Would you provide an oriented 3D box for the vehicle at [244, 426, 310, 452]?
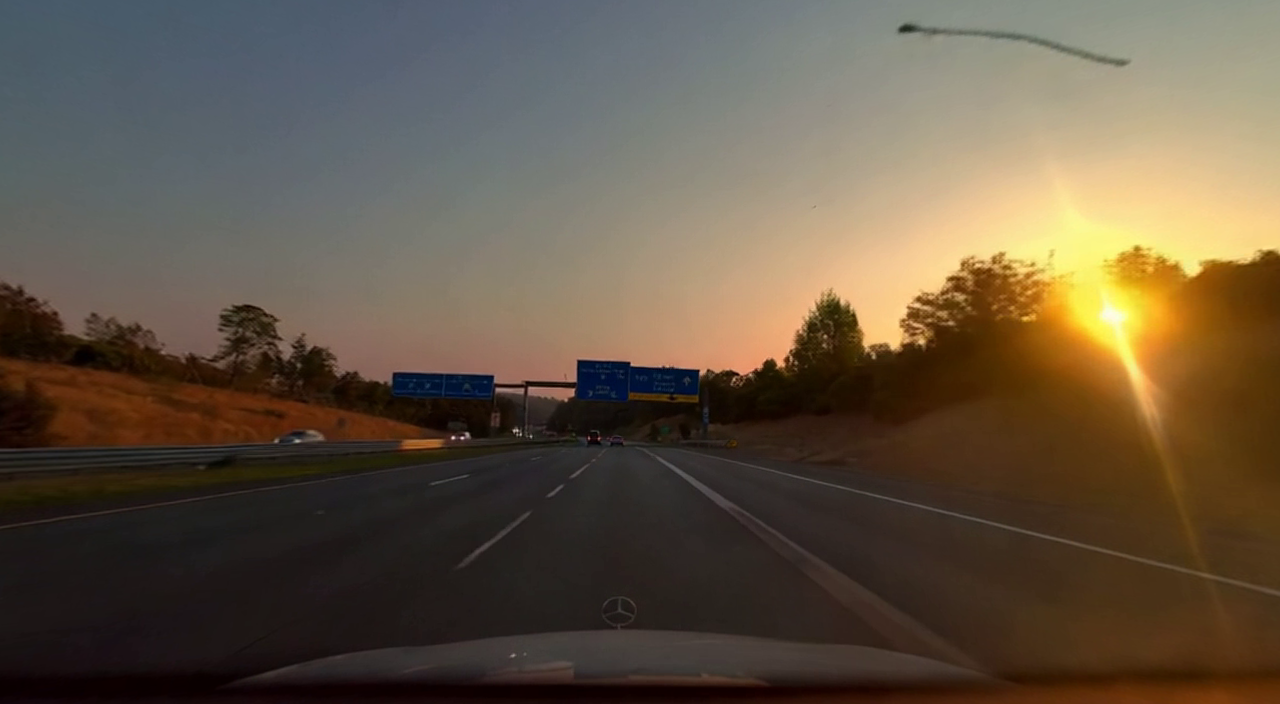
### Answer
[{"bbox_3d":[-25.627,6.170,44.593,1.972,1.731,4.584,0,-8,-1],"label":"vehicle"}]
